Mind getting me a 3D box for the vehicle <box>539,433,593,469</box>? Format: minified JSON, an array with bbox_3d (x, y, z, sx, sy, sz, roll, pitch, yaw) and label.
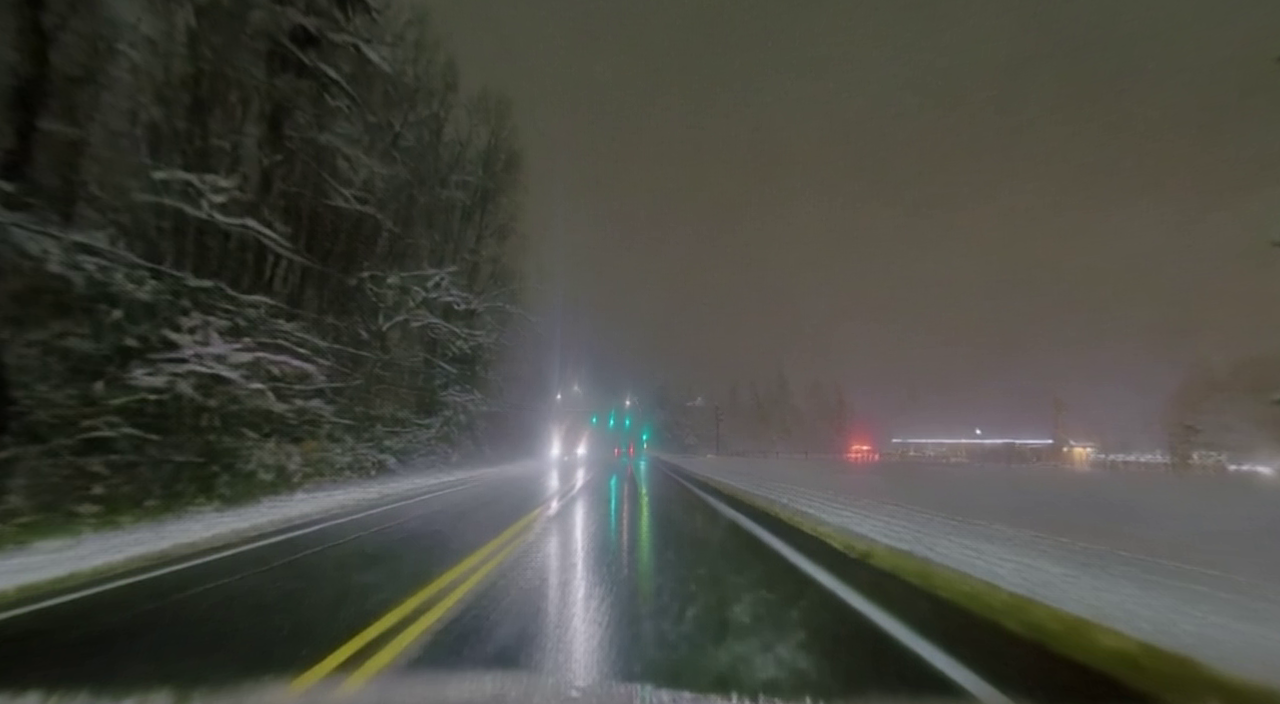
[{"bbox_3d":[-4.231,5.804,37.401,2.531,1.923,6.417,0,-8,-1],"label":"vehicle"}]
